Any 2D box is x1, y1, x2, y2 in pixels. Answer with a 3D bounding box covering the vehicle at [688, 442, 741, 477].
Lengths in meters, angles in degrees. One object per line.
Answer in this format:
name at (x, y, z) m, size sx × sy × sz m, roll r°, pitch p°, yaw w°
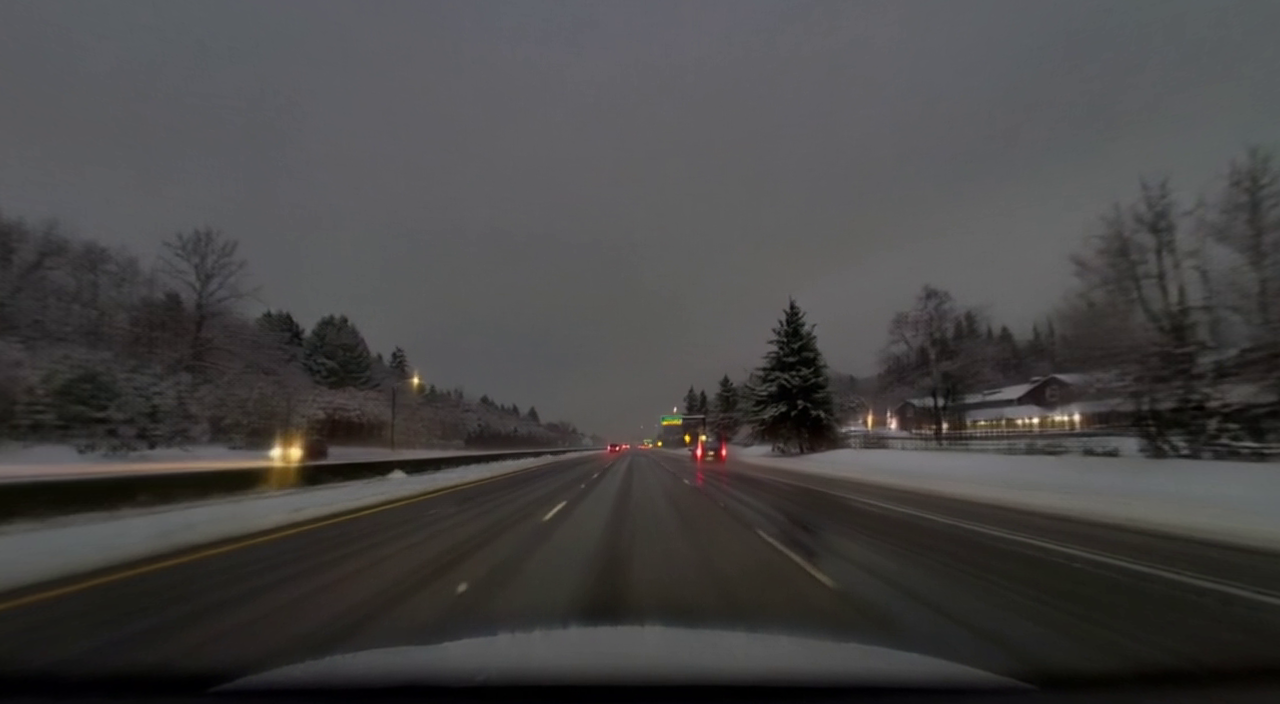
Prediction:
vehicle at (3.583, 5.267, 31.167) m, size 2.085 × 1.594 × 4.848 m, roll 0°, pitch -9°, yaw 1°
